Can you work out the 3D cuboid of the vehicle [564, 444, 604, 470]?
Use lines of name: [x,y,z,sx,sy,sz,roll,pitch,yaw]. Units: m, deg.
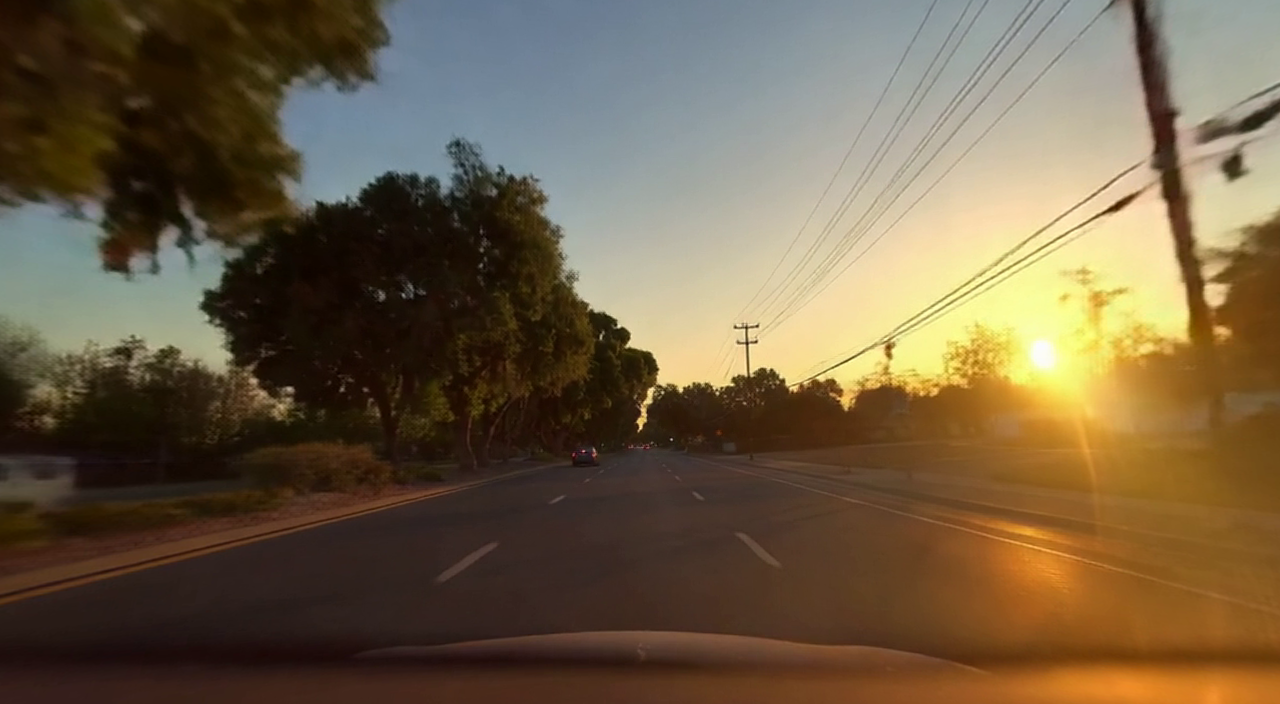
vehicle: [-3.350,6.365,38.346,2.007,1.514,4.049,0,-9,1]
